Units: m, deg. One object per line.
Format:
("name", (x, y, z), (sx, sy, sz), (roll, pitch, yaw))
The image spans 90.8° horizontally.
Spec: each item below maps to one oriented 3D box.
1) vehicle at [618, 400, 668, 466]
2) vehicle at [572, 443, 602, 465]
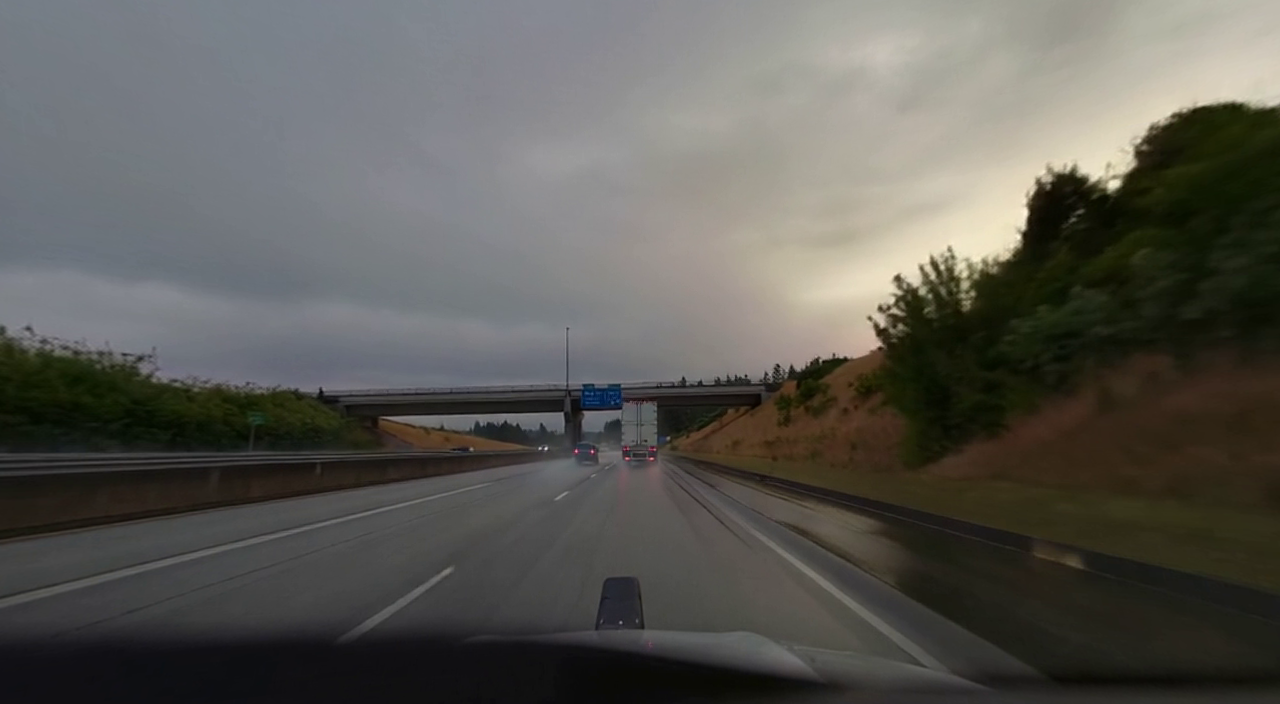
("vehicle", (0.105, 5.874, 44.445), (3.033, 3.985, 12.383), (0, -9, -1))
("vehicle", (-4.040, 7.846, 48.632), (2.005, 1.595, 4.253), (0, -9, -1))
